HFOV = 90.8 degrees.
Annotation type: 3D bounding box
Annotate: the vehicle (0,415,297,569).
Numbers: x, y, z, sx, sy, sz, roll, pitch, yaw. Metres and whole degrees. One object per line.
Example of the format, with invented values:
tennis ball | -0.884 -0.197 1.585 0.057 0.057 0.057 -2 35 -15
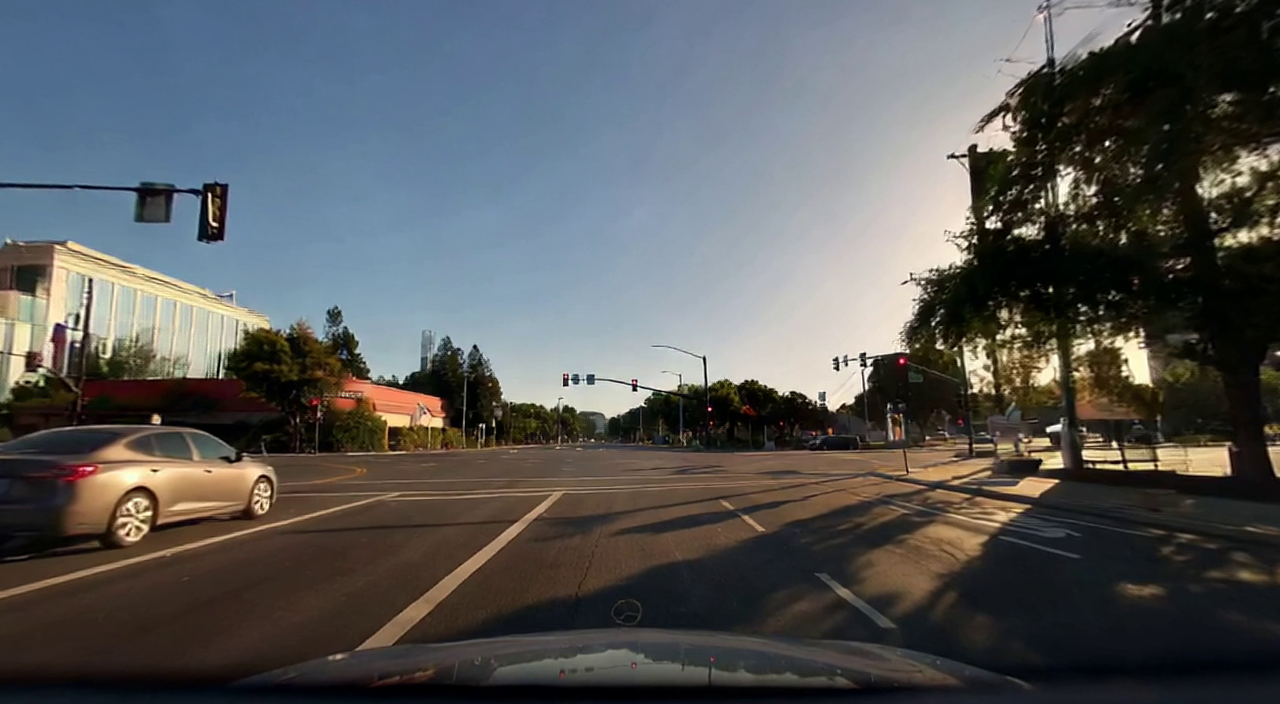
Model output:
vehicle | -7.190 1.762 8.820 1.904 1.497 5.154 0 -9 0
